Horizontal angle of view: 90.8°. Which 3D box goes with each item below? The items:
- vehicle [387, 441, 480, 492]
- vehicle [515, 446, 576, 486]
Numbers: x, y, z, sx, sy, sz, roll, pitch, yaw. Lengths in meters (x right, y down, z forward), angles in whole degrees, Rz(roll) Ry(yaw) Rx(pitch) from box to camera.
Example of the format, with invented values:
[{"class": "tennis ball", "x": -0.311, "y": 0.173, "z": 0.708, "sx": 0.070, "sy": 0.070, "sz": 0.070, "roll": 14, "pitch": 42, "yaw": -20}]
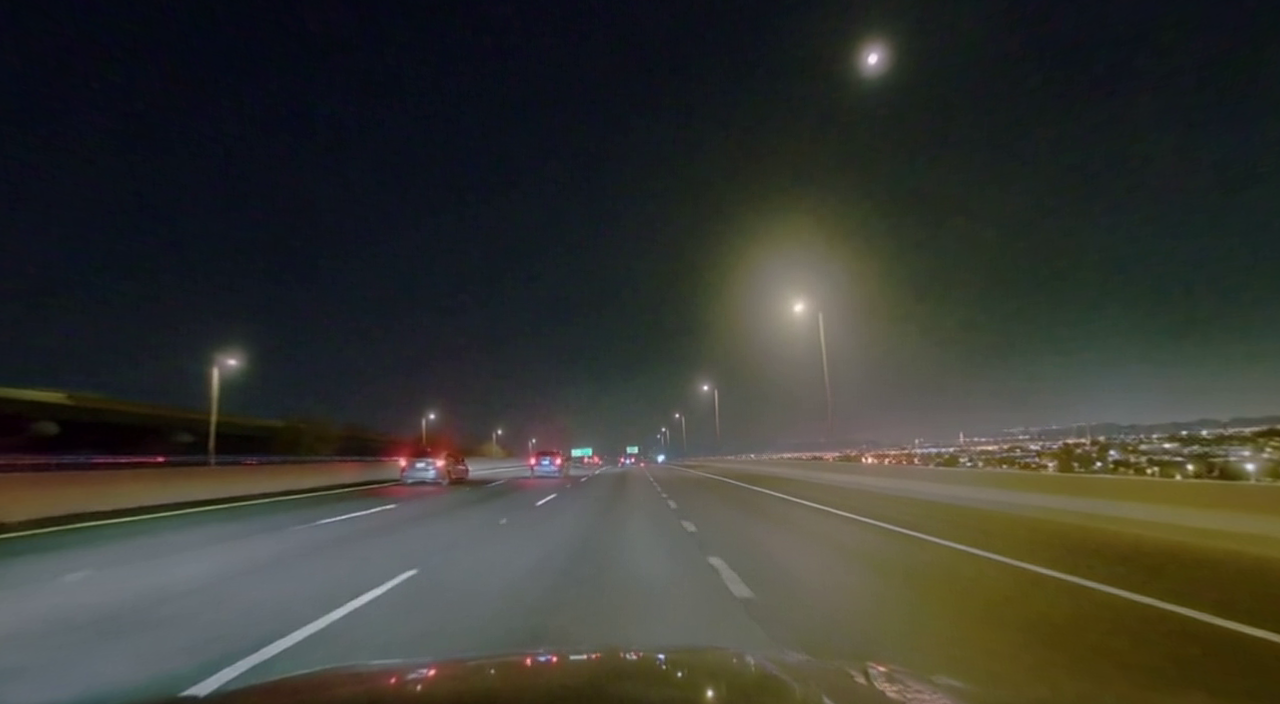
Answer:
[{"class": "vehicle", "x": -8.115, "y": 4.538, "z": 25.370, "sx": 2.040, "sy": 1.824, "sz": 4.917, "roll": 0, "pitch": -9, "yaw": 0}, {"class": "vehicle", "x": -4.217, "y": 5.155, "z": 28.862, "sx": 2.075, "sy": 1.702, "sz": 4.257, "roll": 0, "pitch": -9, "yaw": 0}]
